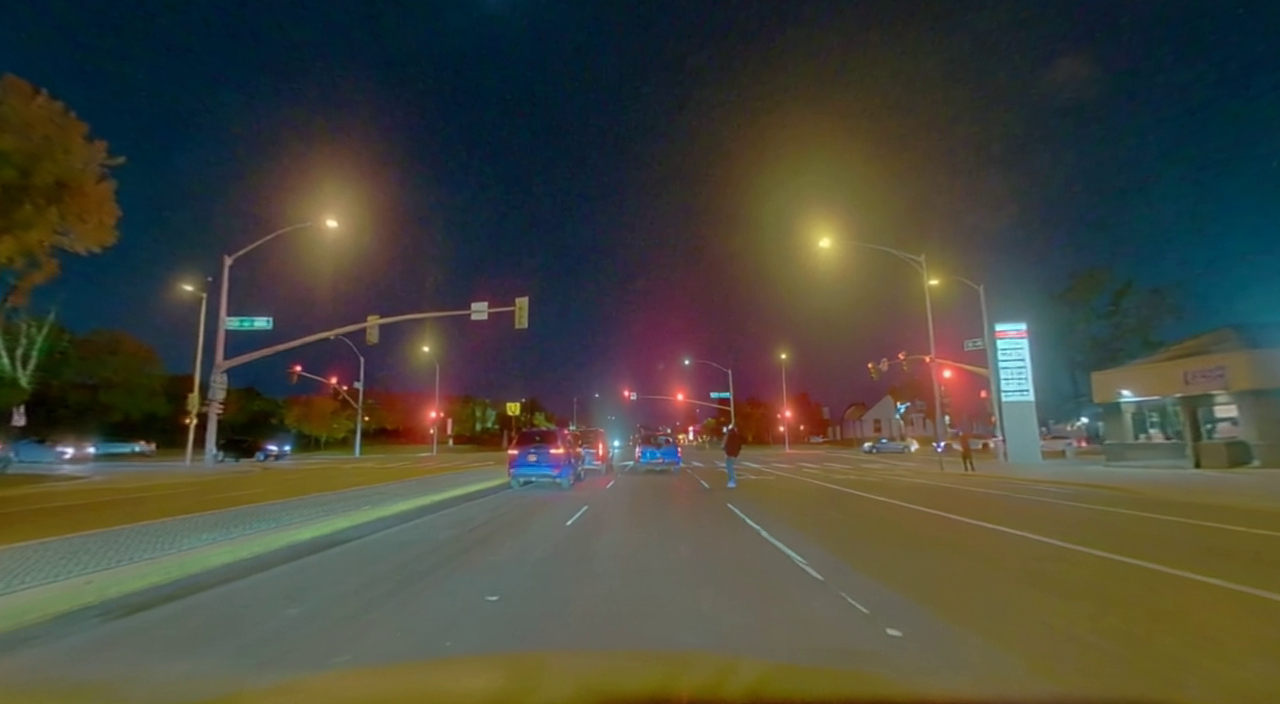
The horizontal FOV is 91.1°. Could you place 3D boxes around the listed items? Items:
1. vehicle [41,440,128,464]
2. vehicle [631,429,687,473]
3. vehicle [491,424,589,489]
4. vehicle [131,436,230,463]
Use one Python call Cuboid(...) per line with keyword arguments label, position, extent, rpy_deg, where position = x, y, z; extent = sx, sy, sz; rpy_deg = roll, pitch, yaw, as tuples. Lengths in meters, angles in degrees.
Cuboid(label="vehicle", position=(-37.439, 6.743, 42.365), extent=(4.170, 1.551, 1.816), rpy_deg=(0, -9, 4))
Cuboid(label="vehicle", position=(0.777, 4.249, 27.183), extent=(2.204, 1.738, 4.690), rpy_deg=(0, -8, 0))
Cuboid(label="vehicle", position=(-2.849, 3.114, 19.022), extent=(2.006, 1.707, 4.448), rpy_deg=(-1, -8, 3))
Cuboid(label="vehicle", position=(-30.637, 6.507, 41.949), extent=(4.956, 1.737, 2.135), rpy_deg=(0, -8, 2))
